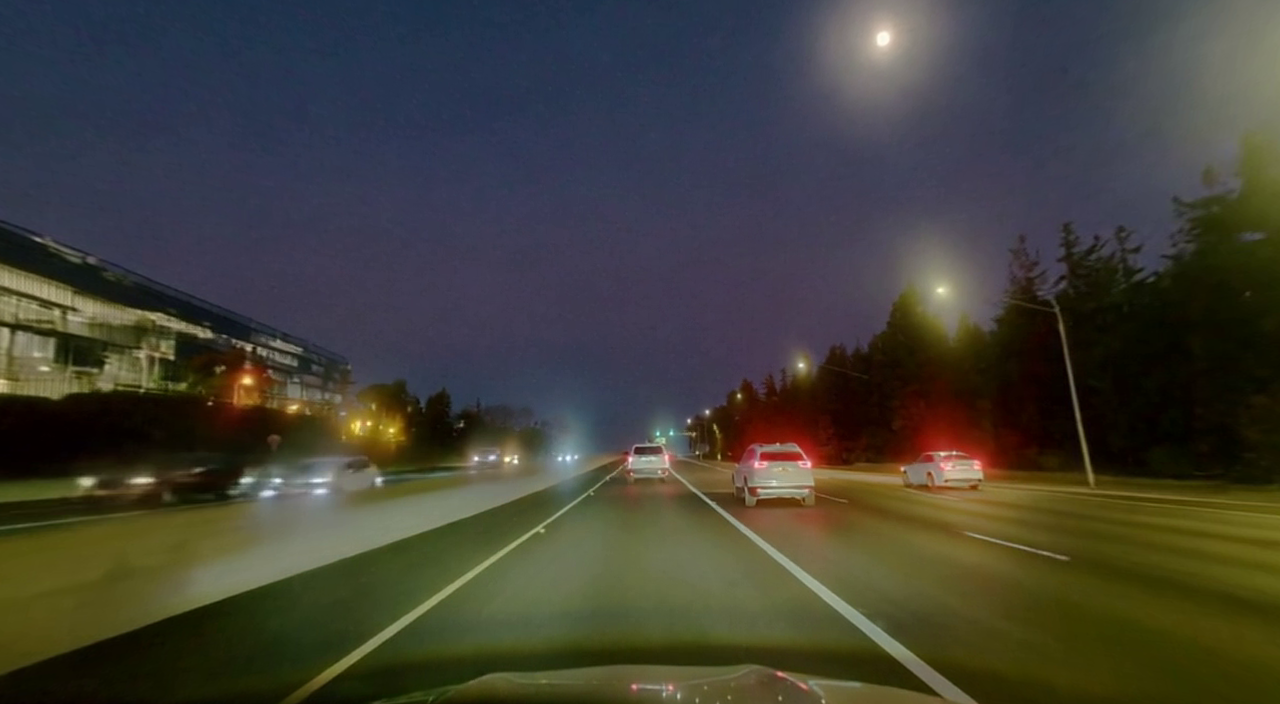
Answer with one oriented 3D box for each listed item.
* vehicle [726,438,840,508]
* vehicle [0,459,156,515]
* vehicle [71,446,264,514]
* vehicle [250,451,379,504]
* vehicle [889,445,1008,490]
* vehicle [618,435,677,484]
[{"bbox_3d":[3.576,3.094,16.624,2.042,1.592,4.047,0,-8,0],"label":"vehicle"},{"bbox_3d":[-18.030,4.164,19.887,1.918,1.456,4.459,0,-8,1],"label":"vehicle"},{"bbox_3d":[-14.222,3.814,19.479,2.092,1.805,4.904,0,-8,0],"label":"vehicle"},{"bbox_3d":[-10.564,4.057,20.873,1.883,1.529,4.333,0,-8,1],"label":"vehicle"},{"bbox_3d":[10.989,4.113,22.910,2.027,1.446,4.470,0,-8,0],"label":"vehicle"},{"bbox_3d":[0.307,4.512,26.733,2.290,1.862,4.454,0,-8,1],"label":"vehicle"}]
